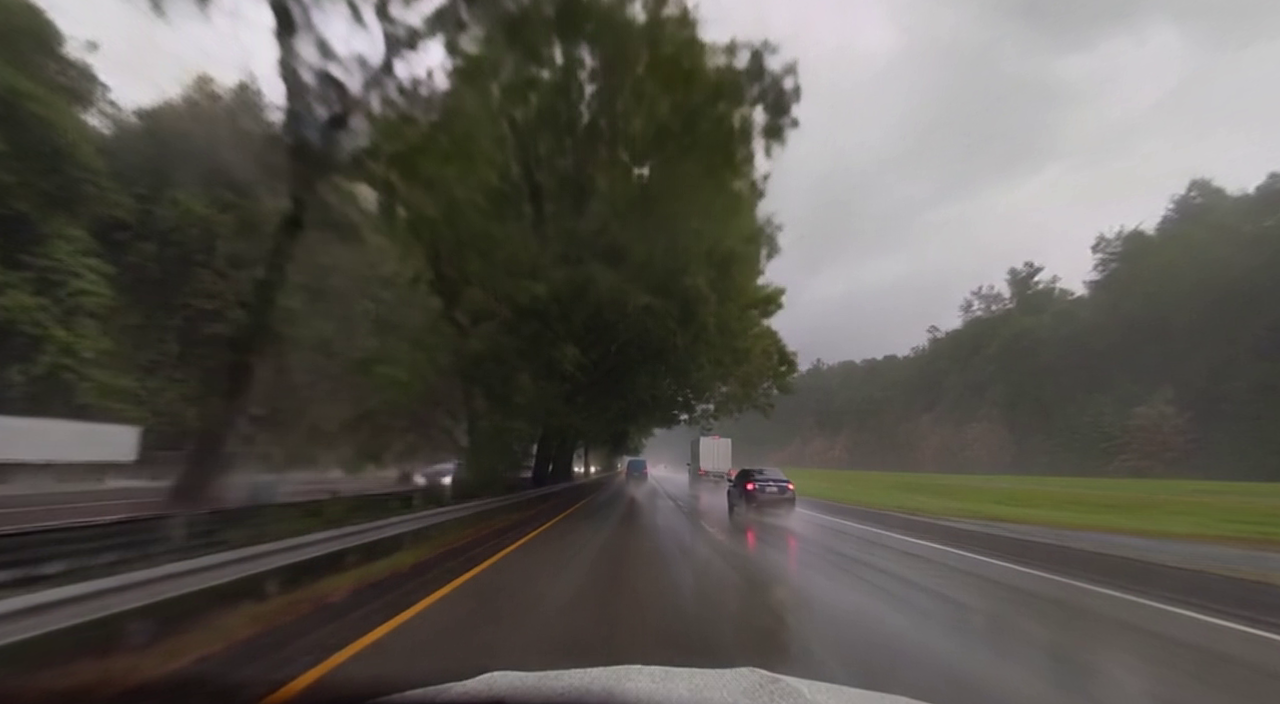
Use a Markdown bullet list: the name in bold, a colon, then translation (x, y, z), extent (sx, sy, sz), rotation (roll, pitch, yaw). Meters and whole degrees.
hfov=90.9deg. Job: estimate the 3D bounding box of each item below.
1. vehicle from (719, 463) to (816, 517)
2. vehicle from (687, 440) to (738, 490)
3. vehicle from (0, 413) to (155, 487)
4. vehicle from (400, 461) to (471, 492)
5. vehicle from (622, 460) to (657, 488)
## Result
- **vehicle**: translation (4.056, 4.498, 21.004), extent (2.073, 1.532, 4.969), rotation (1, -10, -2)
- **vehicle**: translation (4.661, 7.493, 41.759), extent (2.563, 2.975, 6.941), rotation (1, -10, 0)
- **vehicle**: translation (-35.108, 5.554, 35.317), extent (3.222, 3.828, 16.663), rotation (1, -10, -2)
- **vehicle**: translation (-10.816, 6.639, 33.743), extent (2.068, 1.507, 4.692), rotation (0, -10, 3)
- **vehicle**: translation (-0.018, 8.144, 42.032), extent (2.212, 1.717, 4.452), rotation (0, -10, 1)
